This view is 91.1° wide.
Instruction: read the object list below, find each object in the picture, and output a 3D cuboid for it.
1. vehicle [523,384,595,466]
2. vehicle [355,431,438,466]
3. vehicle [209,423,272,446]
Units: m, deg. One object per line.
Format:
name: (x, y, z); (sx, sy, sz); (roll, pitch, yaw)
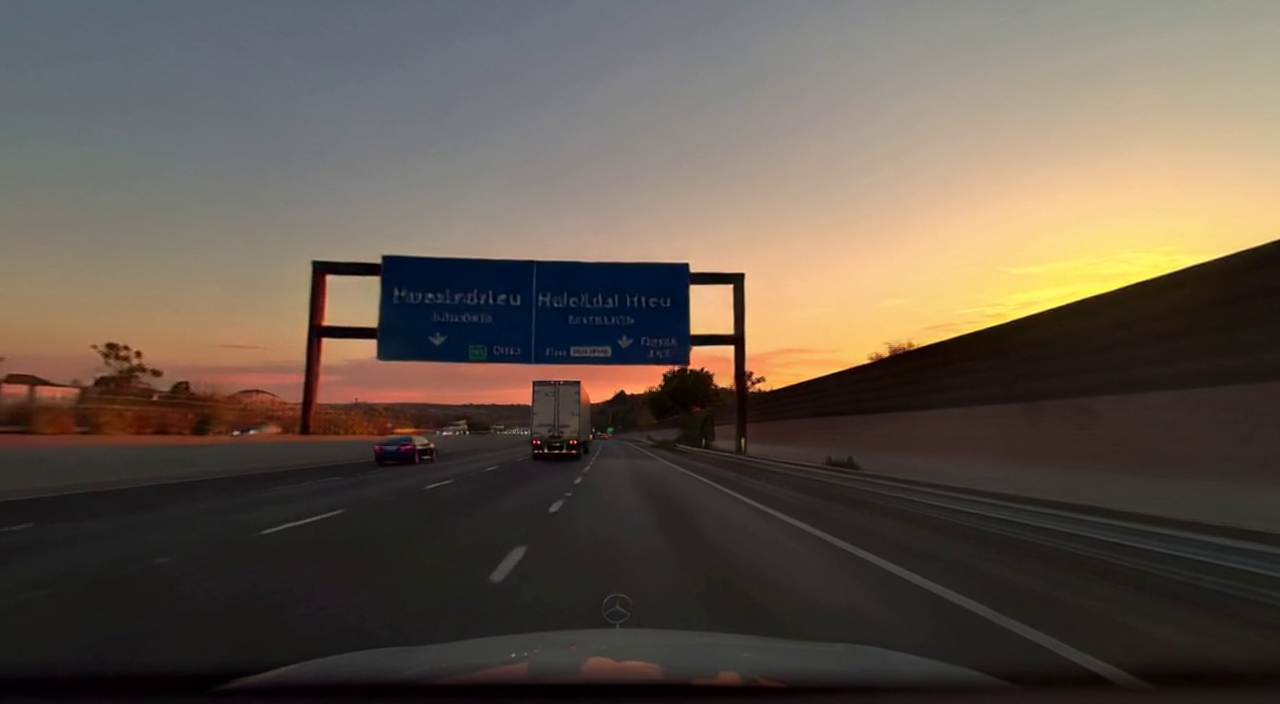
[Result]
vehicle: (-4.424, 4.477, 37.235); (3.002, 3.987, 12.477); (1, -8, -2)
vehicle: (-11.579, 4.589, 30.298); (2.138, 1.531, 4.864); (0, -8, -2)
vehicle: (-28.438, 5.911, 44.925); (1.872, 1.586, 4.129); (0, -8, -1)
